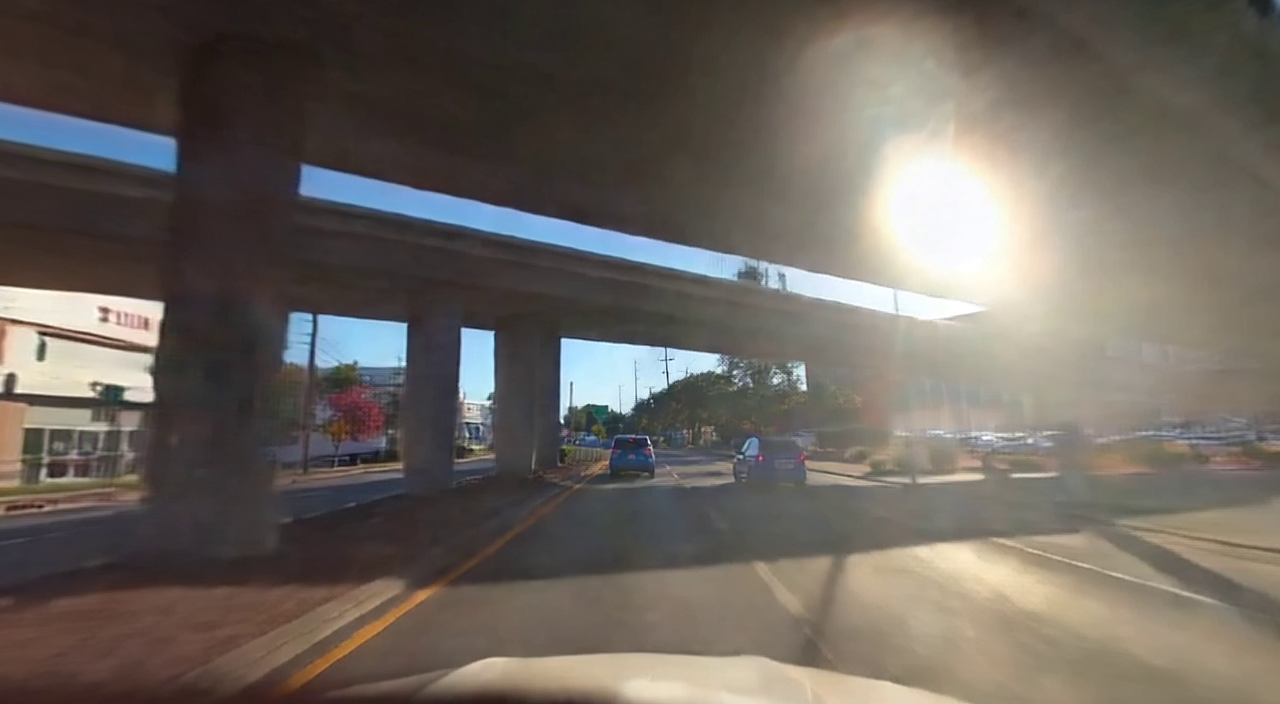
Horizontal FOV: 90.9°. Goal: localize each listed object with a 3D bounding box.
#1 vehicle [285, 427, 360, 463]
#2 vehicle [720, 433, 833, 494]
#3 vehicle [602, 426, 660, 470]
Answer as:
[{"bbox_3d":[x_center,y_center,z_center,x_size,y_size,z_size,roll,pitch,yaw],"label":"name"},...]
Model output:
[{"bbox_3d":[-24.164,7.087,48.208,4.412,2.662,2.544,2,-8,-10],"label":"vehicle"},{"bbox_3d":[3.613,3.040,17.611,1.954,1.479,4.557,0,-8,-3],"label":"vehicle"},{"bbox_3d":[-0.370,4.356,28.657,2.441,1.813,4.581,0,-8,0],"label":"vehicle"}]
